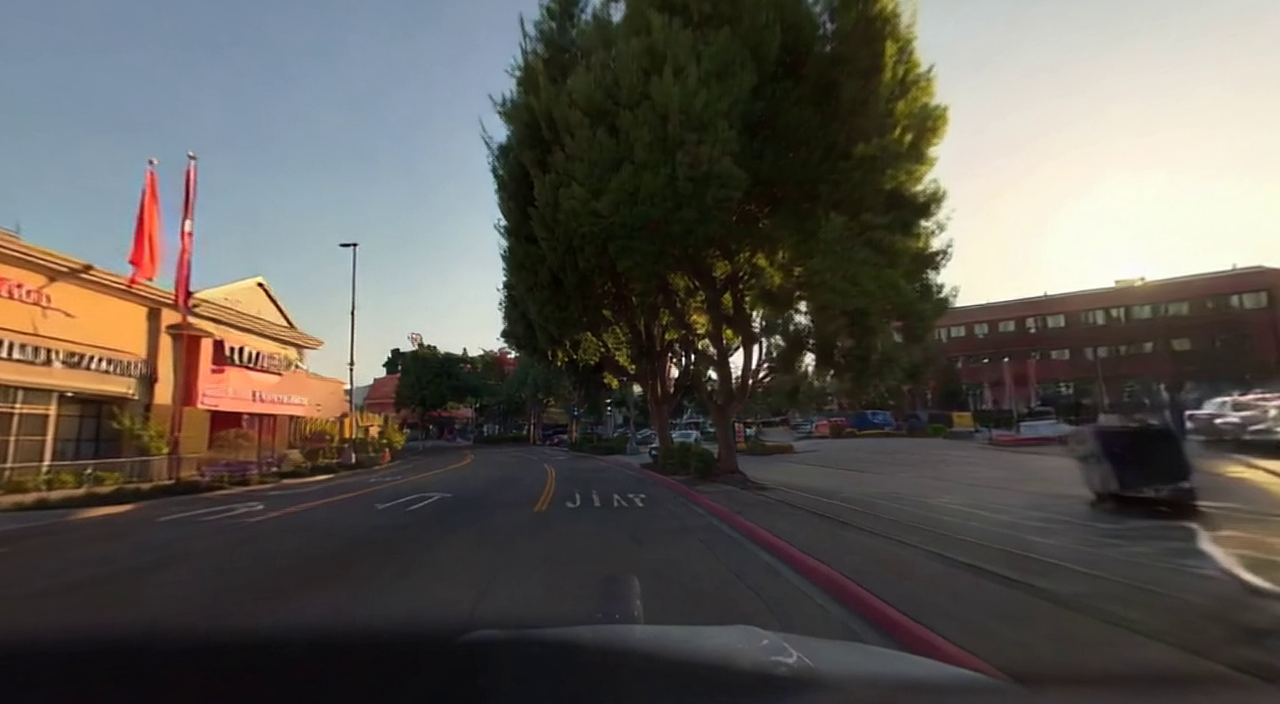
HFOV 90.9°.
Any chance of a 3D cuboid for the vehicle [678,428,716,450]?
[{"bbox_3d":[4.284,6.646,47.911,1.769,1.516,3.520,0,-9,-14],"label":"vehicle"}]
